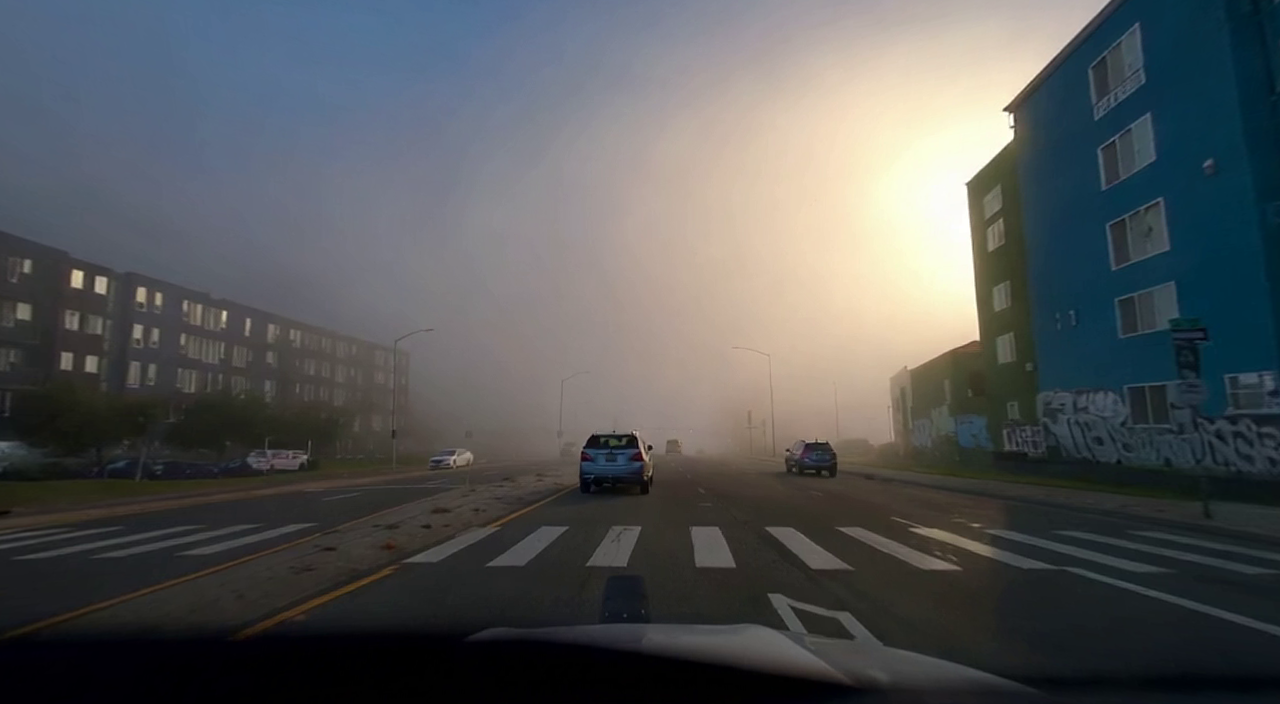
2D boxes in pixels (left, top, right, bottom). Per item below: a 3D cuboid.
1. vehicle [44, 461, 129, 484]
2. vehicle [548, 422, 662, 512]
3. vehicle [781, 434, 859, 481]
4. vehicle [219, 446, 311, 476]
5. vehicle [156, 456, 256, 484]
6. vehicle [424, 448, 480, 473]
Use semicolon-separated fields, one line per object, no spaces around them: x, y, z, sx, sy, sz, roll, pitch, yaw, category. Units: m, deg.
-40.454;8.774;46.222;1.908;1.433;4.543;-2;-9;4;vehicle
-0.638;2.668;15.159;2.160;1.786;4.702;-1;-8;4;vehicle
7.293;4.298;25.968;1.952;1.749;4.311;0;-8;1;vehicle
-25.774;7.516;43.527;4.916;1.826;2.242;-2;-10;-1;vehicle
-26.511;7.176;38.572;4.712;1.473;2.083;-3;-9;5;vehicle
-12.052;6.988;40.739;1.842;1.482;4.386;-1;-8;7;vehicle
